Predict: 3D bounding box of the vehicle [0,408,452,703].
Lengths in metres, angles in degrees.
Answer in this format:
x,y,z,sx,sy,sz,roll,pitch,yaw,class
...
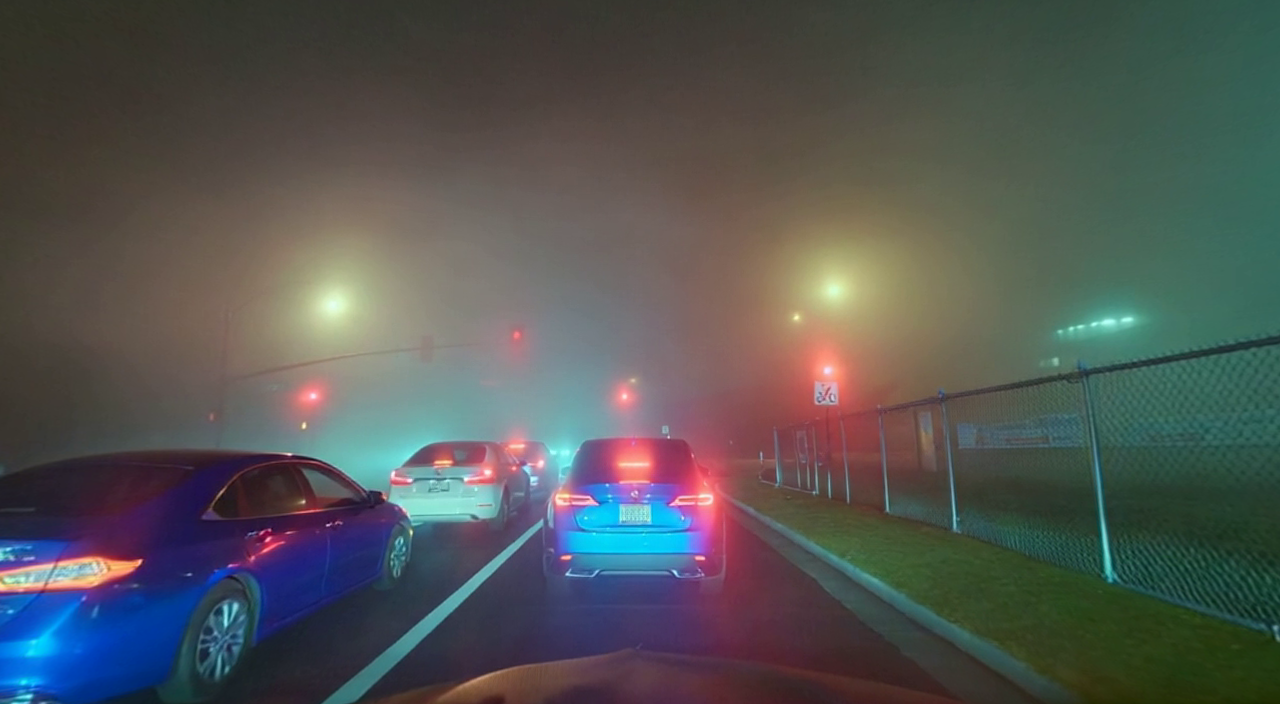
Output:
x,y,z,sx,sy,sz,roll,pitch,yaw,class
-3.206,1.320,4.868,1.971,1.488,4.581,0,-9,1,vehicle

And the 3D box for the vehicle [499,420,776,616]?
x,y,z,sx,sy,sz,roll,pitch,yaw,class
-0.014,1.602,6.984,2.144,1.514,4.063,0,-9,0,vehicle
